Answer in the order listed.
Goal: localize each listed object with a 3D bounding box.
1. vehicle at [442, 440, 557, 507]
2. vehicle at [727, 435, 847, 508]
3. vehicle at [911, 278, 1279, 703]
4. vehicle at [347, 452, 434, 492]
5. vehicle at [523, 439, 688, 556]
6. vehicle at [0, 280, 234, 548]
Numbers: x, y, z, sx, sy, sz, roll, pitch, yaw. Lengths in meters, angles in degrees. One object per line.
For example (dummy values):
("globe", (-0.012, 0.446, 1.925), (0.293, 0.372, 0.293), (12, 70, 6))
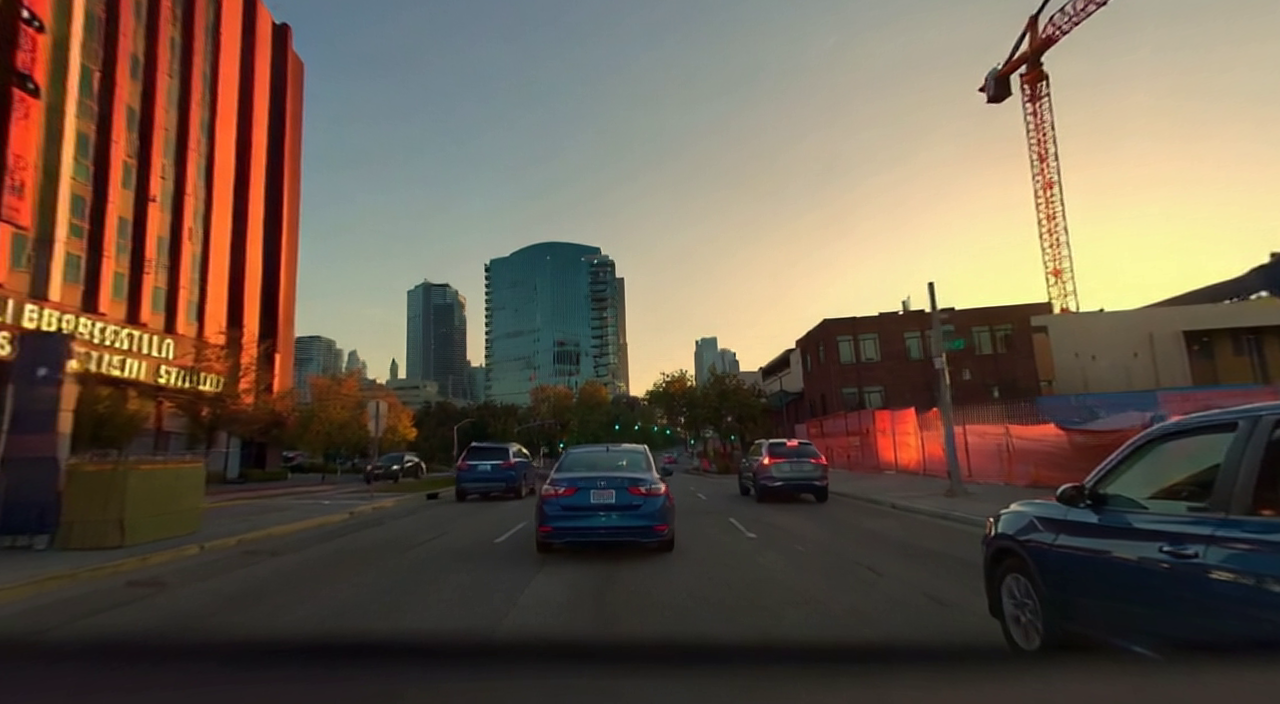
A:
("vehicle", (-3.907, 3.453, 18.489), (2.201, 1.691, 4.305), (-1, -8, 3))
("vehicle", (3.992, 3.321, 18.147), (2.185, 1.797, 4.934), (0, -8, -1))
("vehicle", (3.467, 0.789, 2.848), (2.182, 1.954, 5.341), (0, -8, 1))
("vehicle", (-12.422, 5.994, 31.883), (2.136, 1.764, 4.855), (-1, -8, 4))
("vehicle", (-0.399, 2.200, 10.328), (2.131, 1.496, 4.193), (0, -8, 1))
("vehicle", (-9.111, 1.071, 10.158), (2.592, 3.548, 3.414), (-2, -9, 4))
